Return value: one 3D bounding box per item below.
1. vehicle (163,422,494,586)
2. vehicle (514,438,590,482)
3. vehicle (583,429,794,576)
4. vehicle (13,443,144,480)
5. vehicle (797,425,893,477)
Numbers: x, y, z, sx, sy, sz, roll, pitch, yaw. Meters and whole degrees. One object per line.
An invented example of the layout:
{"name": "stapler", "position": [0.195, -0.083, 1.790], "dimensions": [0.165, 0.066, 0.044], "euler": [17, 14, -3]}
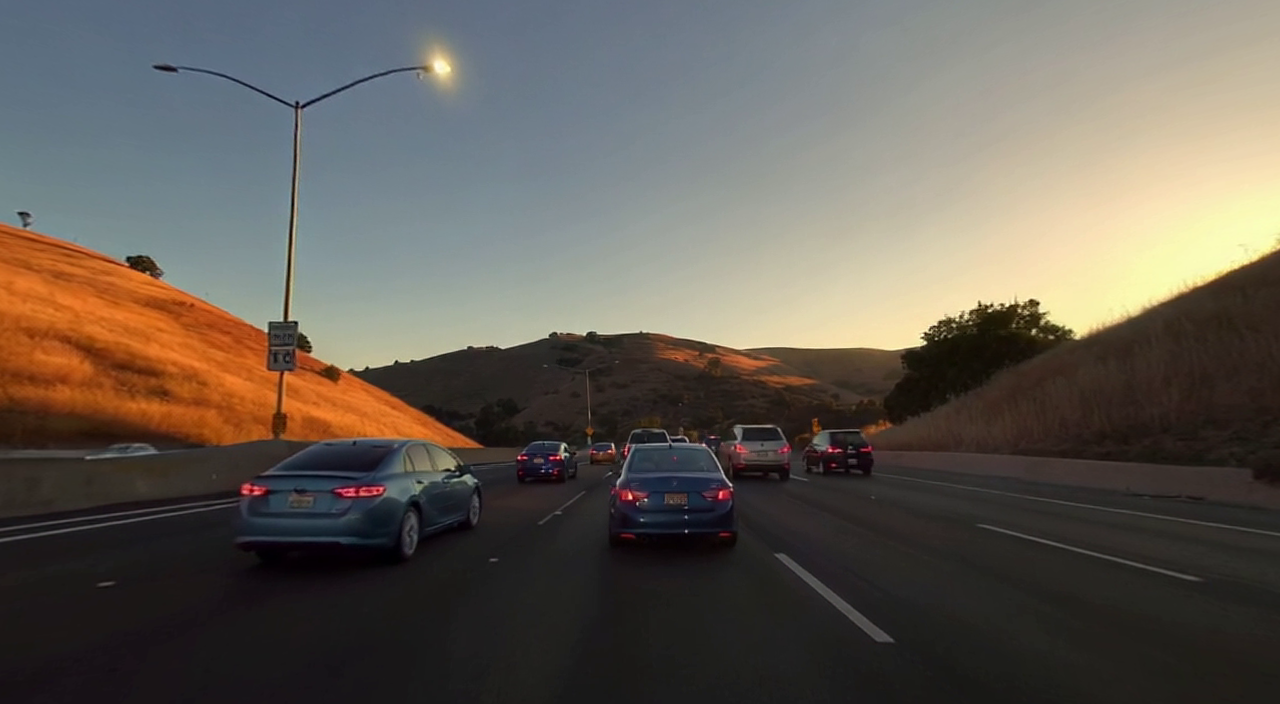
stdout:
{"name": "vehicle", "position": [-3.434, 1.752, 8.144], "dimensions": [2.033, 1.513, 4.333], "euler": [0, -8, 1]}
{"name": "vehicle", "position": [-3.119, 3.933, 23.252], "dimensions": [2.017, 1.446, 4.384], "euler": [-1, -8, 2]}
{"name": "vehicle", "position": [0.498, 1.781, 8.235], "dimensions": [2.072, 1.431, 3.904], "euler": [0, -8, 1]}
{"name": "vehicle", "position": [-24.812, 4.818, 28.136], "dimensions": [1.800, 1.498, 4.371], "euler": [0, -8, 0]}
{"name": "vehicle", "position": [7.593, 3.714, 23.894], "dimensions": [2.071, 1.754, 4.586], "euler": [0, -8, 0]}
